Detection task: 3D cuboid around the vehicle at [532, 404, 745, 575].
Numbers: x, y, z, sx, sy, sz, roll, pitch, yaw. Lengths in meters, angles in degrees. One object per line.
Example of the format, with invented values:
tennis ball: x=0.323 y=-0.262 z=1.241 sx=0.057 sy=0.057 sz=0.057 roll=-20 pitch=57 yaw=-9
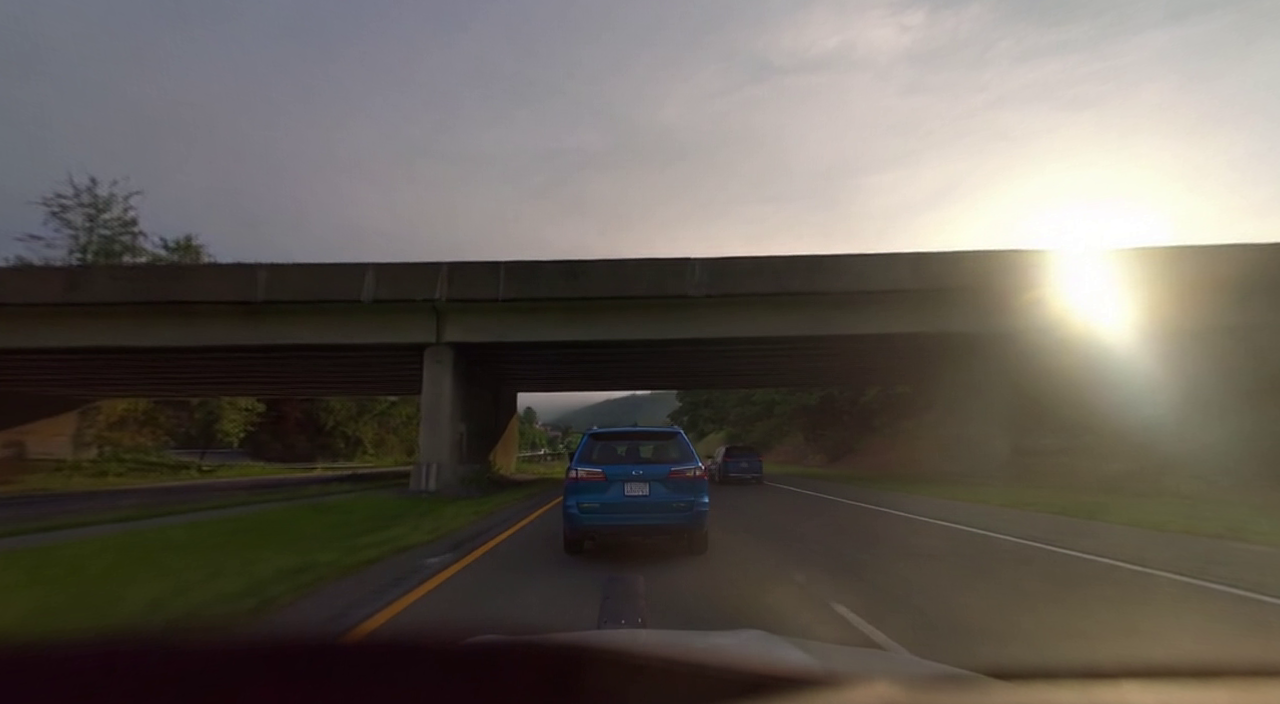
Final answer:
vehicle: x=-0.010 y=1.806 z=8.923 sx=2.288 sy=1.823 sz=4.059 roll=0 pitch=-9 yaw=0
